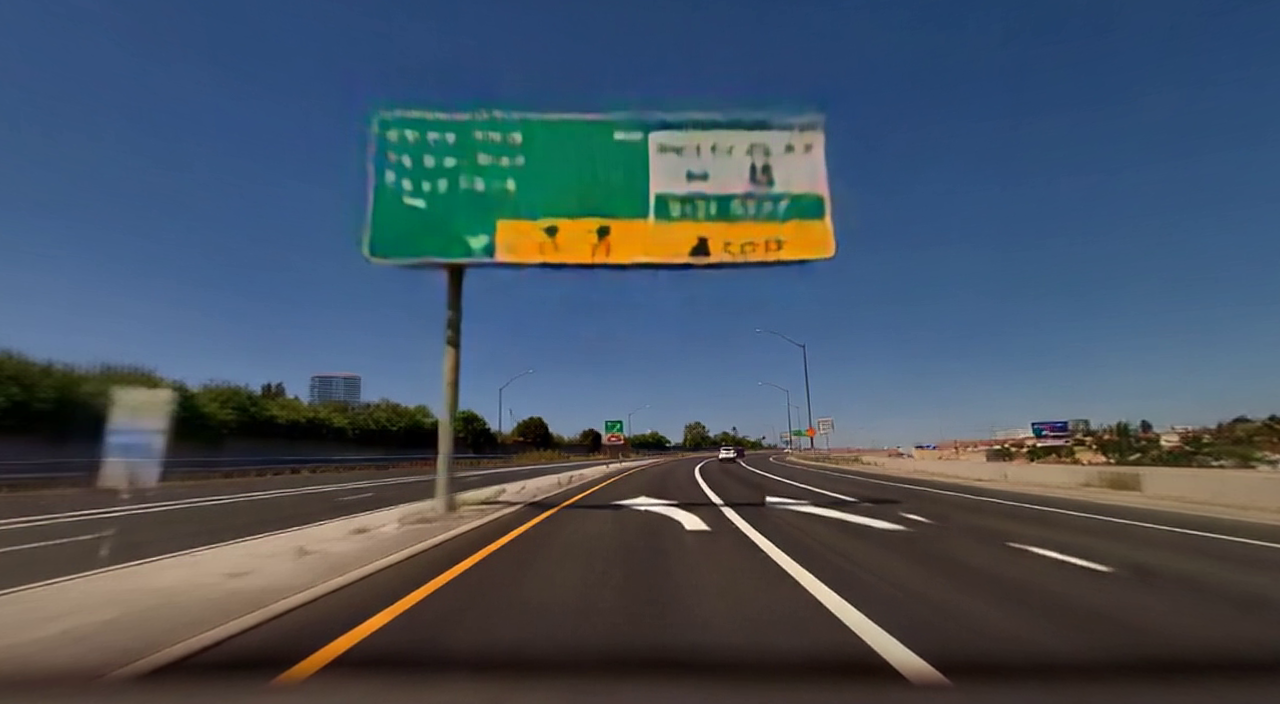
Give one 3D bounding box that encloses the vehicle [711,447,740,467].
[{"bbox_3d":[6.638,8.177,49.430,1.874,1.506,4.116,-1,-9,4],"label":"vehicle"}]
